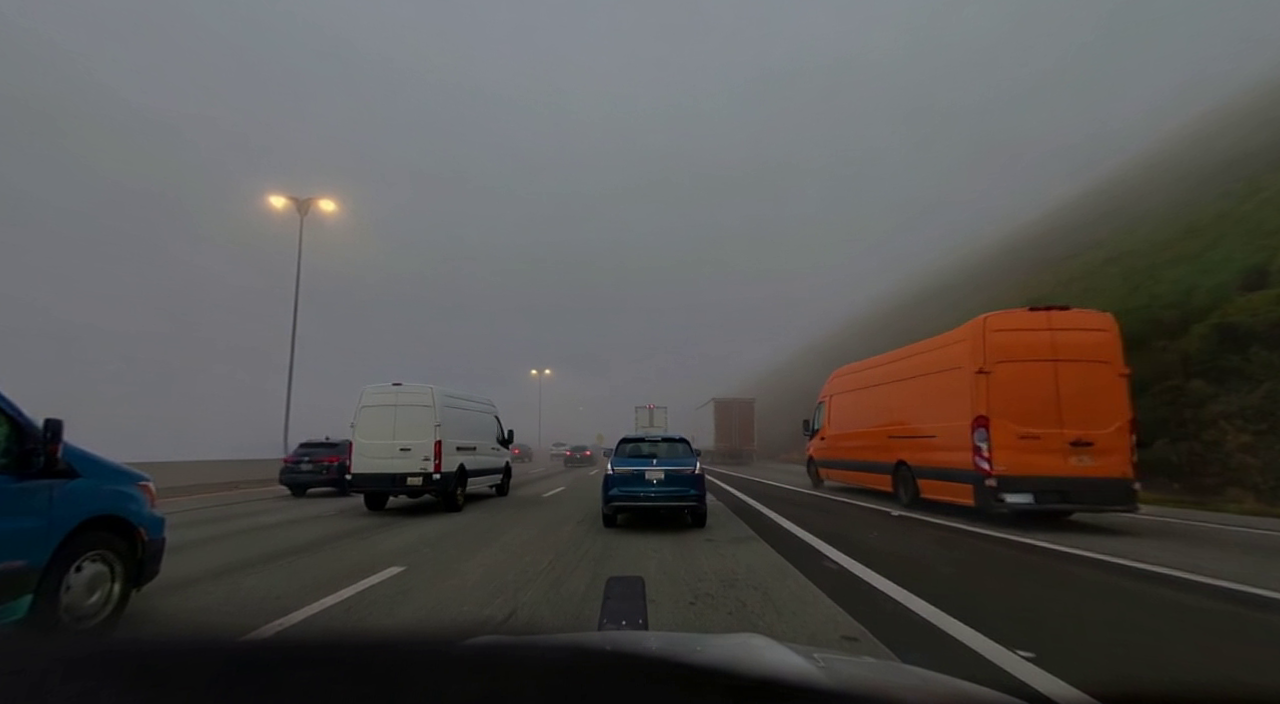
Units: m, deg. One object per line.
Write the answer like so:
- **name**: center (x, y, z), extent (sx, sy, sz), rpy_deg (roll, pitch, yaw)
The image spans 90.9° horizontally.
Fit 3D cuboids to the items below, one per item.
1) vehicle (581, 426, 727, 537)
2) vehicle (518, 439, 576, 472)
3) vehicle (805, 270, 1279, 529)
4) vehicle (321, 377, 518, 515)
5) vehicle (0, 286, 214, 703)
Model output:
- **vehicle**: center (0.153, 2.071, 10.679), extent (2.003, 1.499, 3.930), rpy_deg (0, -8, -1)
- **vehicle**: center (-4.321, 4.892, 30.020), extent (2.007, 1.457, 4.447), rpy_deg (-1, -8, 1)
- **vehicle**: center (7.547, 1.483, 15.071), extent (2.977, 3.878, 11.111), rpy_deg (1, -8, -7)
- **vehicle**: center (-4.595, 2.136, 14.467), extent (2.300, 2.522, 5.701), rpy_deg (-1, -8, 1)
- **vehicle**: center (-4.281, 0.544, 1.870), extent (2.195, 2.086, 5.445), rpy_deg (0, -8, 0)
